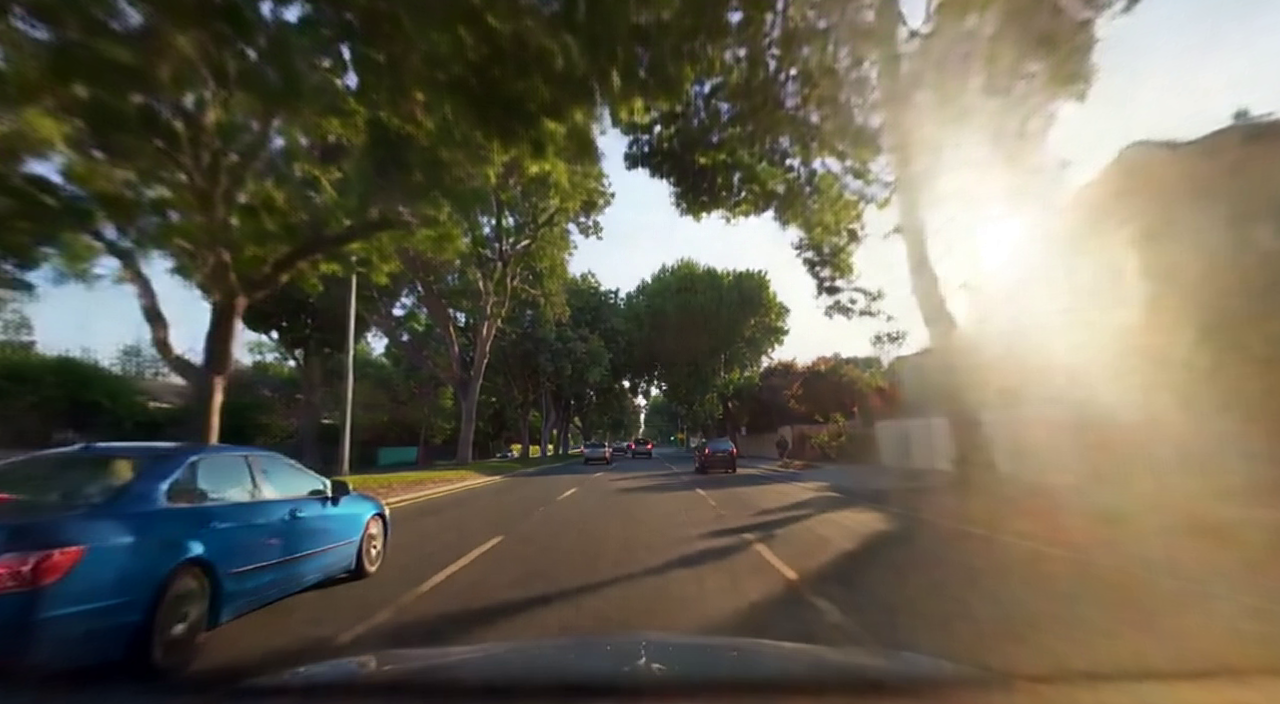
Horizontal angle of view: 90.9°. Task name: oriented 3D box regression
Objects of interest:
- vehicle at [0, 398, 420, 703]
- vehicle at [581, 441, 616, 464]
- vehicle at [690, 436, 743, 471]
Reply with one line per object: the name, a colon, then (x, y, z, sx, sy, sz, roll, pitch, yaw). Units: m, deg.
vehicle: (-3.537, 1.224, 4.402, 2.091, 1.503, 4.989, 0, -8, 1)
vehicle: (-2.721, 6.723, 42.265, 1.940, 1.473, 4.133, 0, -8, 2)
vehicle: (3.912, 5.276, 33.024, 2.182, 1.688, 4.187, 0, -8, -1)
